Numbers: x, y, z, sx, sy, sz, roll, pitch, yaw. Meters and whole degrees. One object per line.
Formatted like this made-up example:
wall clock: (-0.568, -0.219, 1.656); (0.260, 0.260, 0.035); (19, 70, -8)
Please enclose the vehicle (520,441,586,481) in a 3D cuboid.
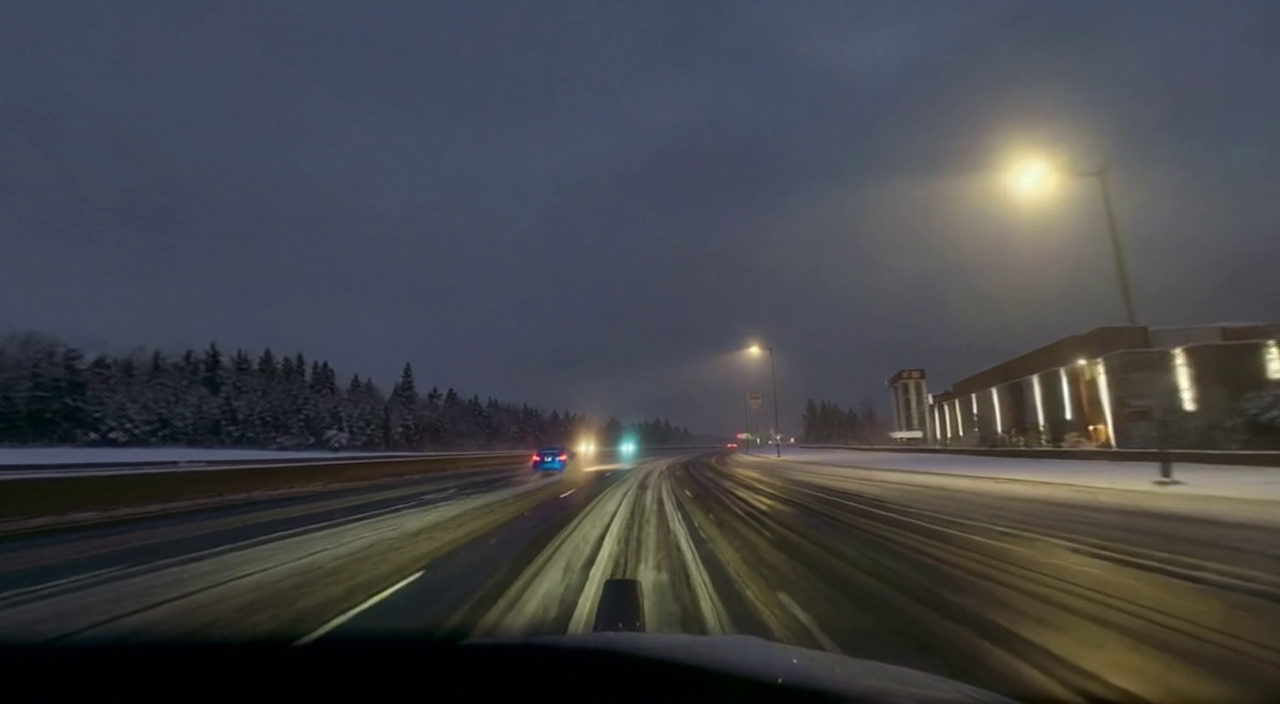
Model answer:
vehicle: (-3.697, 4.739, 27.718); (2.087, 1.566, 4.756); (-1, -9, 2)
